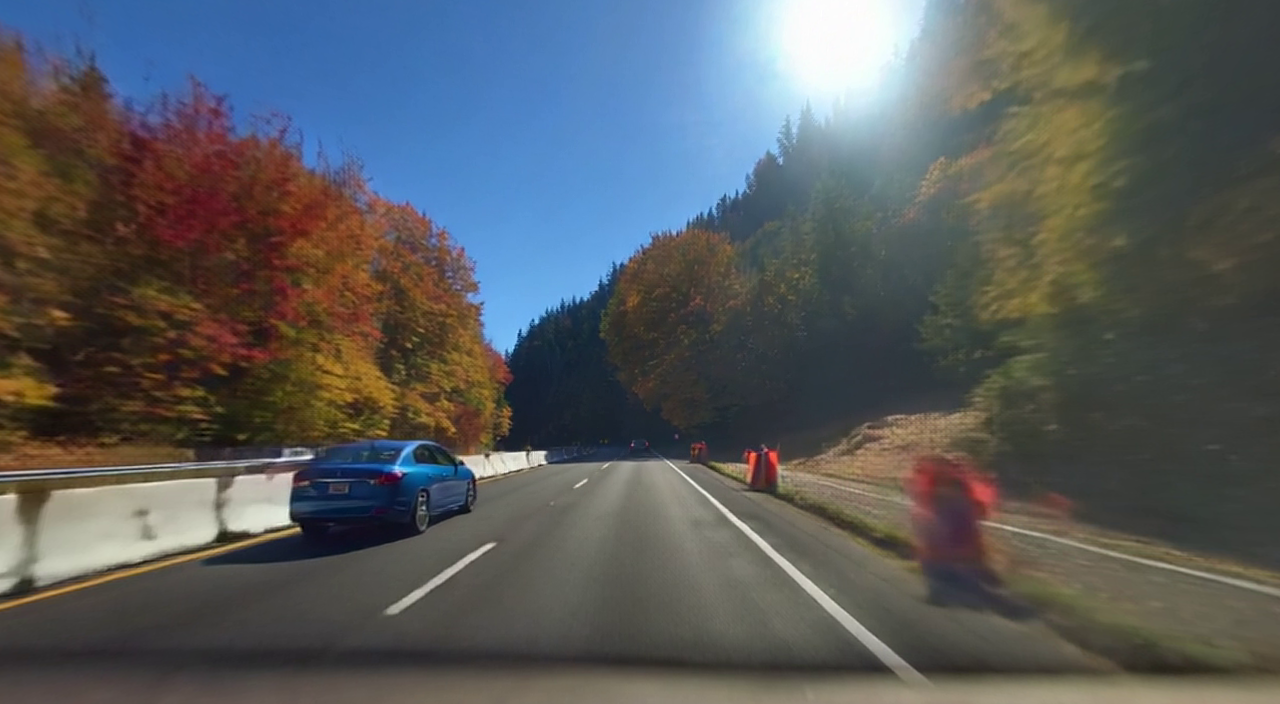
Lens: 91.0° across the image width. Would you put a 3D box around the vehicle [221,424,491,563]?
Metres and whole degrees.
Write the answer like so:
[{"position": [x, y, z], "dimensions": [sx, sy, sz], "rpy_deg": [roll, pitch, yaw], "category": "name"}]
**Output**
[{"position": [-3.611, 1.844, 8.975], "dimensions": [1.902, 1.505, 4.016], "rpy_deg": [0, -8, 1], "category": "vehicle"}]
